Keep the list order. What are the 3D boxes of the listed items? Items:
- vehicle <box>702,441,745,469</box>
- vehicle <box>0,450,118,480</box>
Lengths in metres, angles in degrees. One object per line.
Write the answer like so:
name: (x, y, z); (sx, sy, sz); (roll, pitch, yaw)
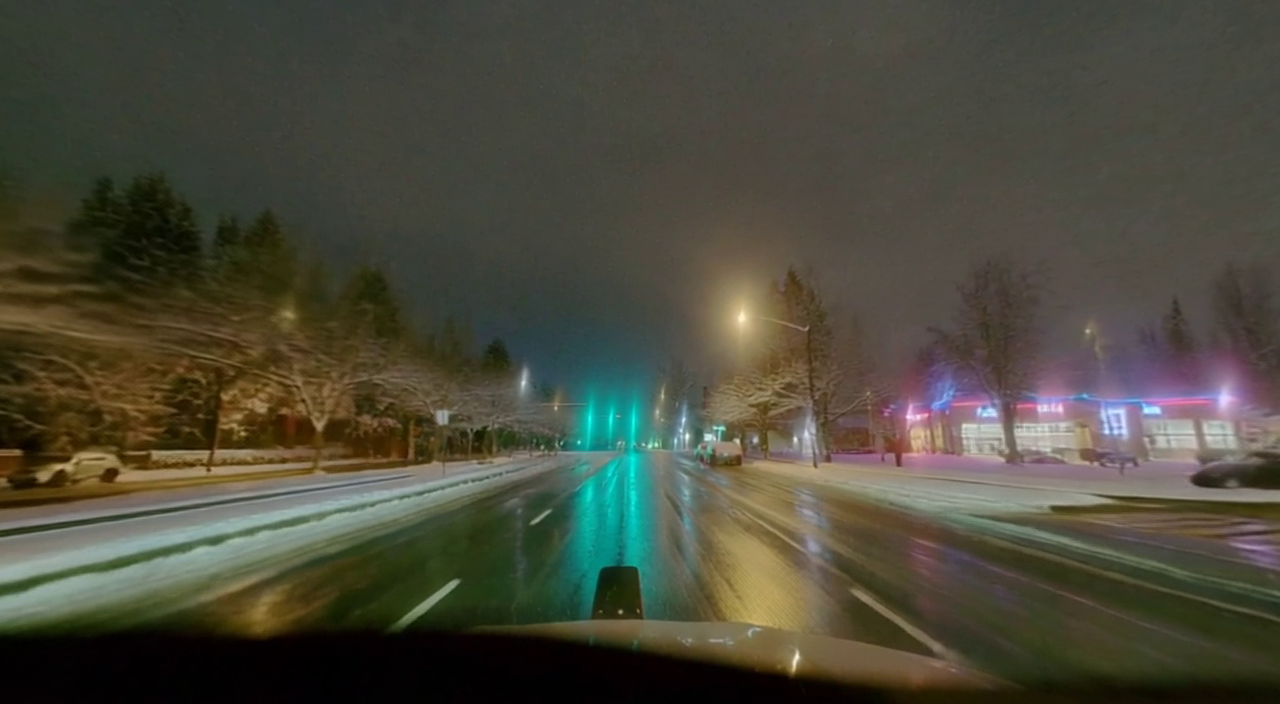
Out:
vehicle: (6.285, 7.845, 48.366); (2.347, 1.963, 5.940); (0, -8, -1)
vehicle: (-30.440, 5.925, 33.089); (4.341, 1.465, 2.304); (-2, -9, 9)
